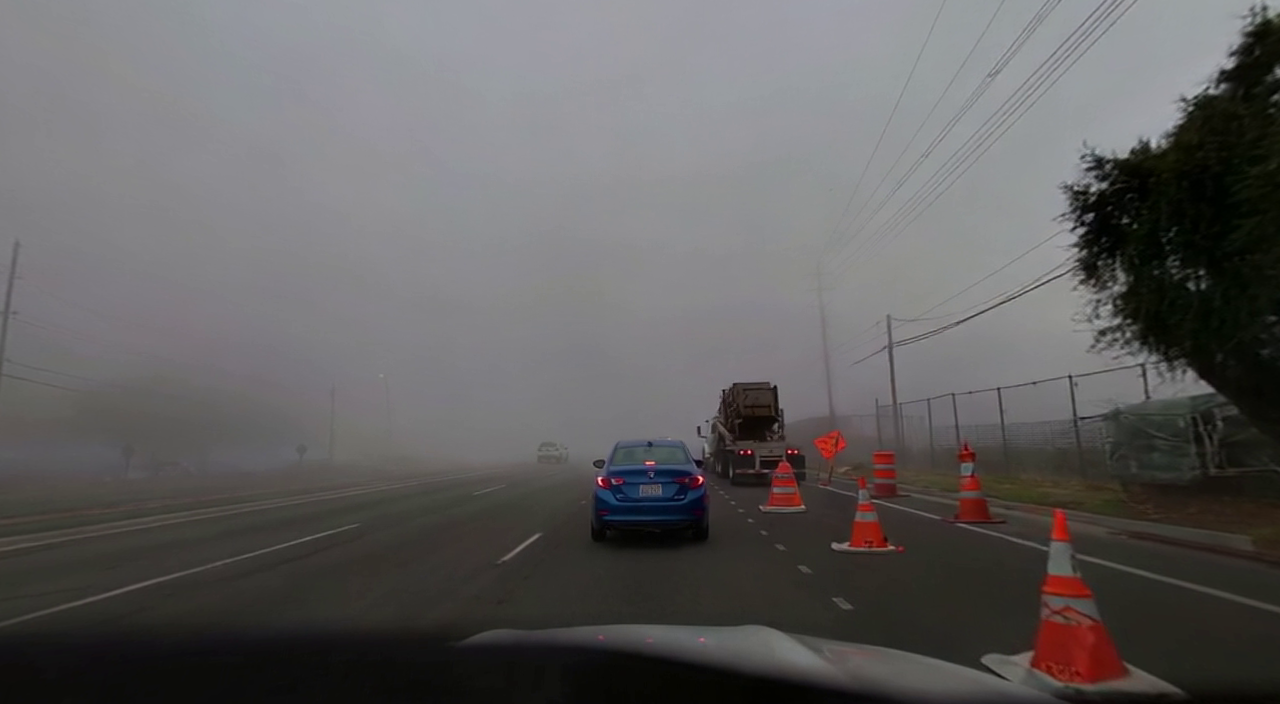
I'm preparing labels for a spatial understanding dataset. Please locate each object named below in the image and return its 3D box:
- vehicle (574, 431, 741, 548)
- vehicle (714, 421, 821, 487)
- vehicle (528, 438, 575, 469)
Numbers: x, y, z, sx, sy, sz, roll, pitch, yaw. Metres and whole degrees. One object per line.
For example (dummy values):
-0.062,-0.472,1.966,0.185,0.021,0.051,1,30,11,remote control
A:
0.232,2.081,10.245,2.128,1.473,4.272,0,-8,0,vehicle
4.255,3.575,22.392,2.555,2.017,6.201,0,-8,1,vehicle
-5.135,5.971,37.241,1.963,1.721,4.467,-1,-8,3,vehicle
